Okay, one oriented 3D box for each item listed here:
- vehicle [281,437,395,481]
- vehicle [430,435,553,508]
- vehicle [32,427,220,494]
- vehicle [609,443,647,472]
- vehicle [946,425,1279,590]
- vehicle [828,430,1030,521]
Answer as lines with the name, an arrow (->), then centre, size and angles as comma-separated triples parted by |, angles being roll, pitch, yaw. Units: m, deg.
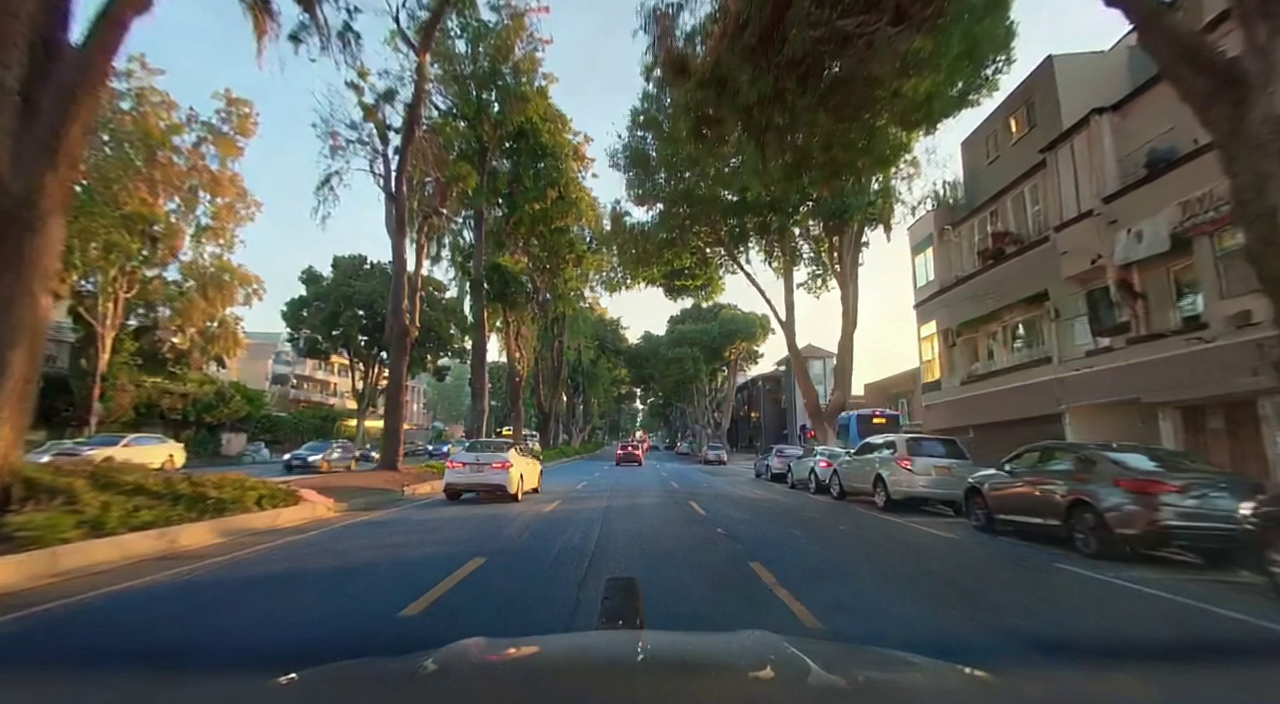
vehicle -> -11.706, 4.167, 24.960 | 1.972, 1.533, 5.024 | 0, -8, 0
vehicle -> -3.459, 2.869, 15.660 | 1.934, 1.522, 4.287 | 0, -8, 1
vehicle -> -15.149, 3.211, 19.033 | 1.928, 1.744, 4.405 | 0, -8, -1
vehicle -> -0.645, 5.822, 35.190 | 1.999, 1.520, 3.896 | 0, -8, 0
vehicle -> 6.519, 1.924, 8.810 | 2.101, 1.655, 4.592 | 0, -8, -1
vehicle -> 6.505, 2.826, 15.133 | 2.375, 1.786, 5.078 | 0, -8, -1
